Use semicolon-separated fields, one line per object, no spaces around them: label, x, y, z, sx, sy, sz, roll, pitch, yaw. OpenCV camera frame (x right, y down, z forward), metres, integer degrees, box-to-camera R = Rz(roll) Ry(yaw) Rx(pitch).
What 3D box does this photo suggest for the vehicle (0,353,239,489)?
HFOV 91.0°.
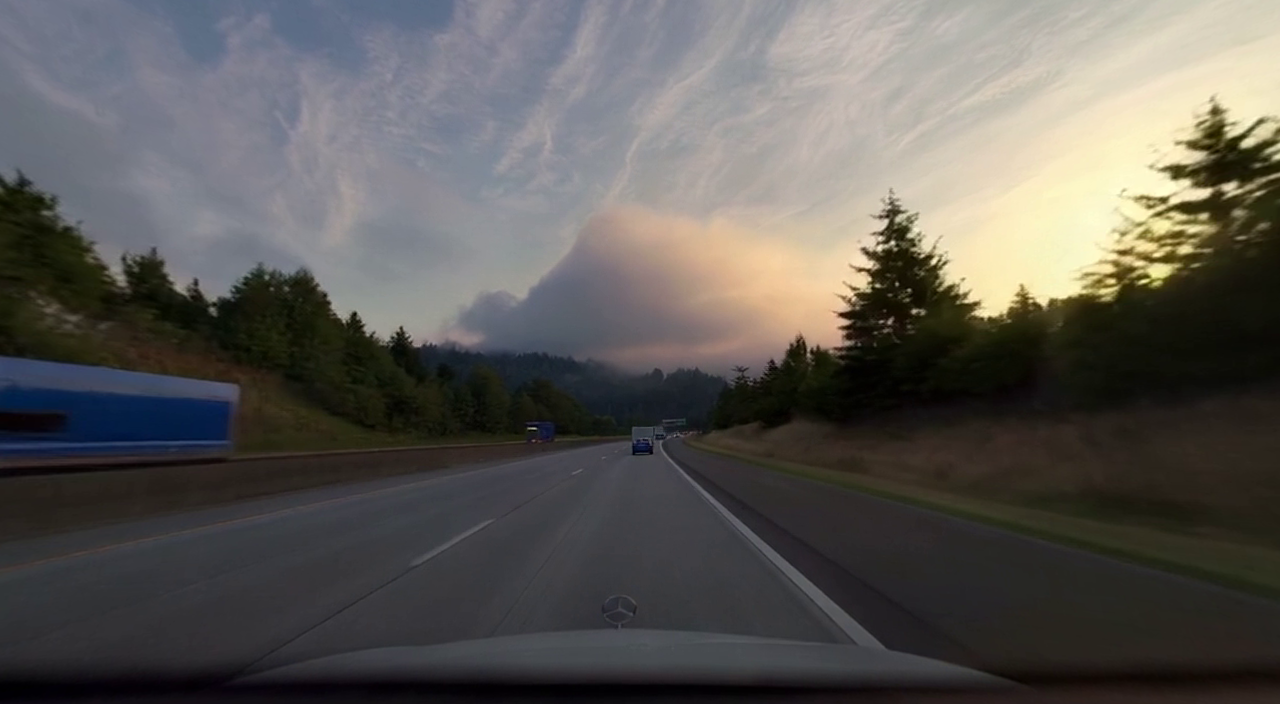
vehicle;-17.824;2.399;20.904;2.910;3.522;9.143;0;-8;0
